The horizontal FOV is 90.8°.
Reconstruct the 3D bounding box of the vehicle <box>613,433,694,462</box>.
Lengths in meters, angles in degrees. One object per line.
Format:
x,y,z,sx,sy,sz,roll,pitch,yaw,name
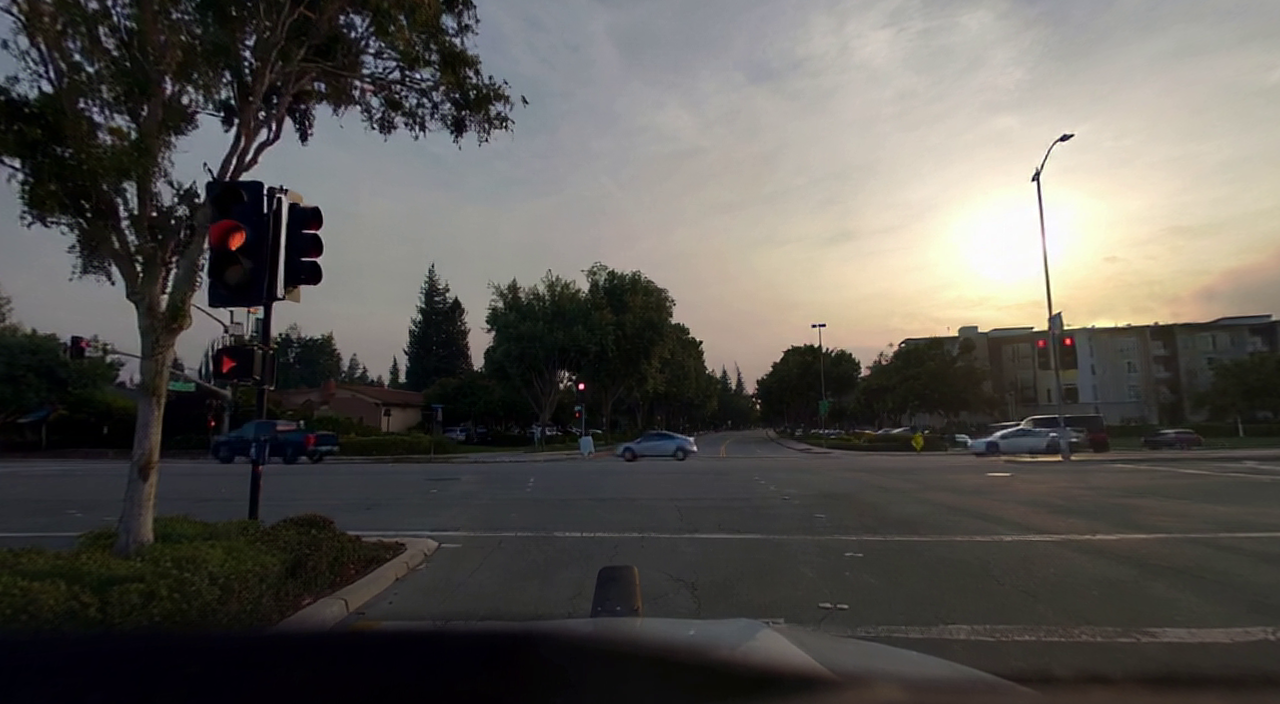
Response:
0.790,5.437,36.094,4.370,1.592,1.886,-2,-9,10,vehicle

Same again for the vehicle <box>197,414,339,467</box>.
-23.959,5.735,40.813,7.790,3.197,2.653,-1,-9,9,vehicle

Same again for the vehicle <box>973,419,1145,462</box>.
15.026,3.214,22.947,4.749,1.461,1.892,-1,-9,9,vehicle
